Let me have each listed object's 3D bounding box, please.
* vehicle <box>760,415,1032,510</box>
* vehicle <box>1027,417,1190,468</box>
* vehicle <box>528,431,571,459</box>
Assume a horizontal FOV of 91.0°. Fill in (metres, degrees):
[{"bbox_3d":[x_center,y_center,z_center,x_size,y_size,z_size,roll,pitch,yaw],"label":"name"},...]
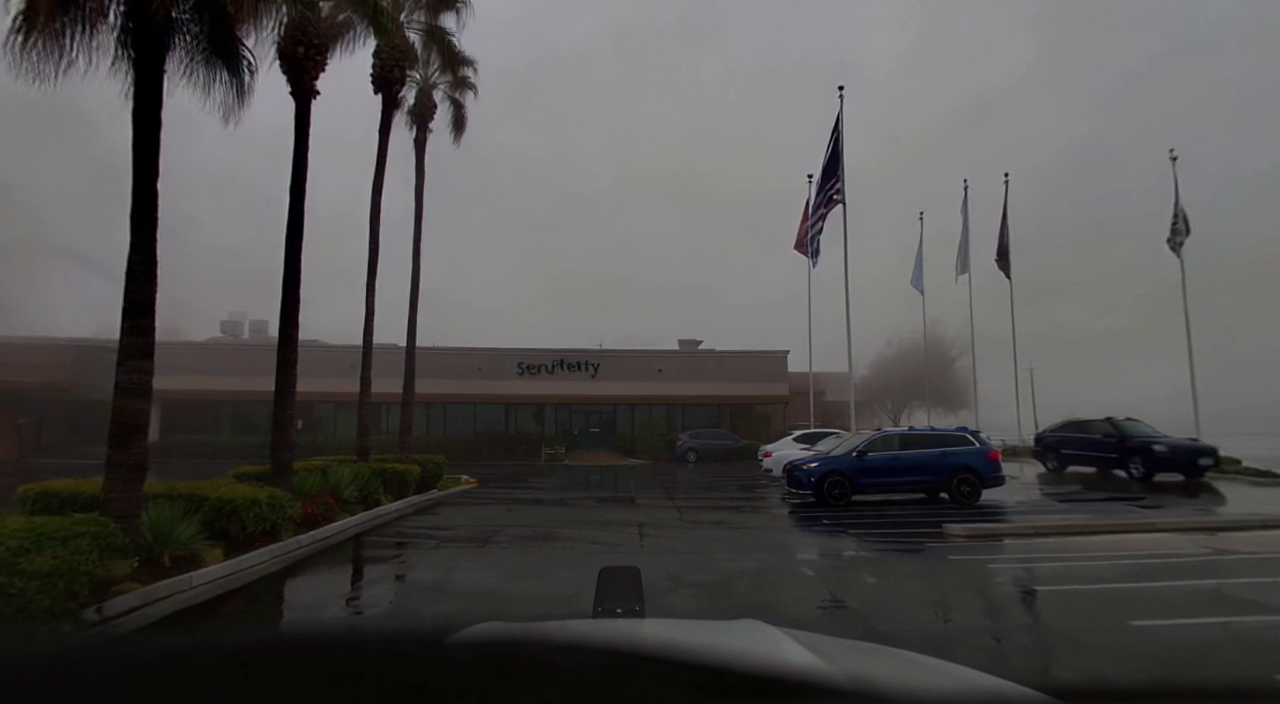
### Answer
[{"bbox_3d":[4.887,2.180,12.586,4.567,1.723,1.926,0,-8,0],"label":"vehicle"},{"bbox_3d":[19.656,3.898,26.929,2.357,1.921,5.999,0,-8,0],"label":"vehicle"},{"bbox_3d":[-6.611,6.808,46.346,1.943,1.890,4.472,-3,-7,7],"label":"vehicle"}]
